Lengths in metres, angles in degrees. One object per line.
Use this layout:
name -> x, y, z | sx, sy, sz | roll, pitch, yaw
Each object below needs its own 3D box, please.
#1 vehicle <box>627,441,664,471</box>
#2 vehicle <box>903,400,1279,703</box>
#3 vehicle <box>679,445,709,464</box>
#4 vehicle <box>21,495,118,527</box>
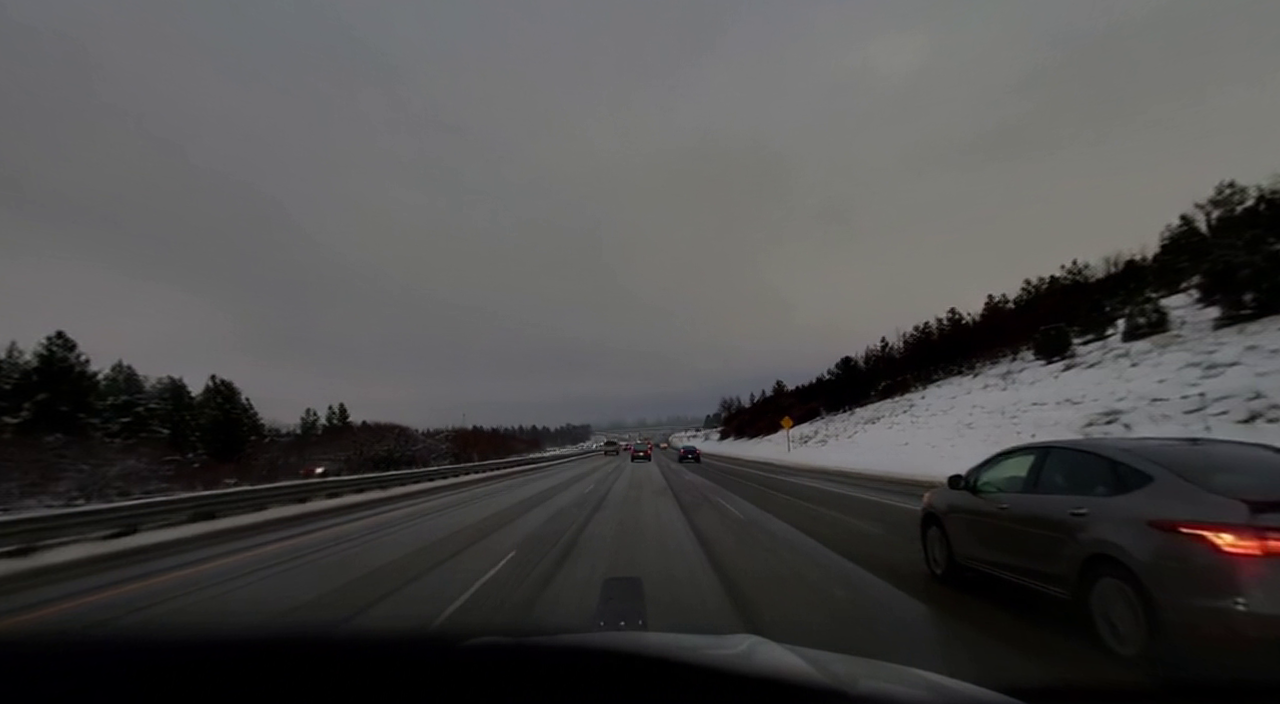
vehicle -> 0.325, 5.888, 36.086 | 1.986, 1.576, 4.312 | 0, -8, 0
vehicle -> 3.788, 1.196, 4.329 | 2.020, 1.500, 4.416 | 0, -8, 0
vehicle -> 4.083, 7.873, 48.450 | 1.976, 1.352, 3.602 | 0, -8, -1
vehicle -> -38.890, 10.816, 43.201 | 1.930, 1.634, 5.099 | 0, -8, 0
